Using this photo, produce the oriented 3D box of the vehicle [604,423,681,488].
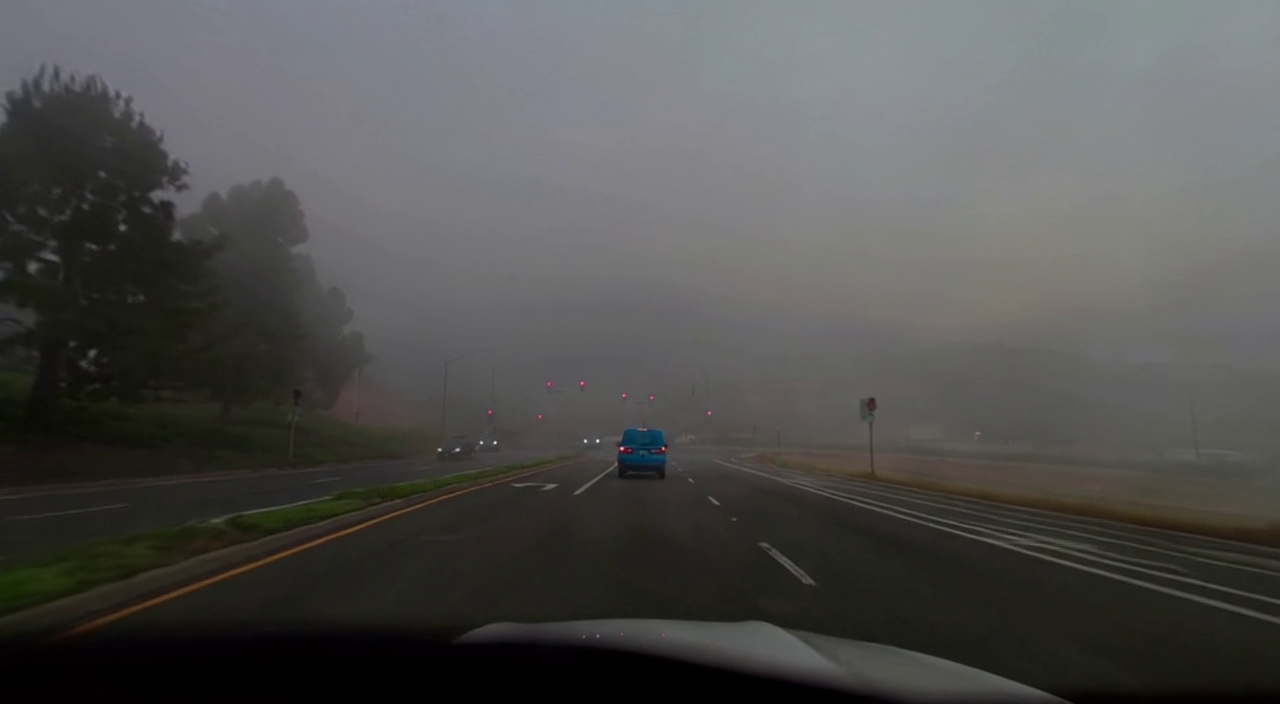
[{"bbox_3d":[0.089,3.308,20.345,2.185,1.822,4.391,0,-9,0],"label":"vehicle"}]
